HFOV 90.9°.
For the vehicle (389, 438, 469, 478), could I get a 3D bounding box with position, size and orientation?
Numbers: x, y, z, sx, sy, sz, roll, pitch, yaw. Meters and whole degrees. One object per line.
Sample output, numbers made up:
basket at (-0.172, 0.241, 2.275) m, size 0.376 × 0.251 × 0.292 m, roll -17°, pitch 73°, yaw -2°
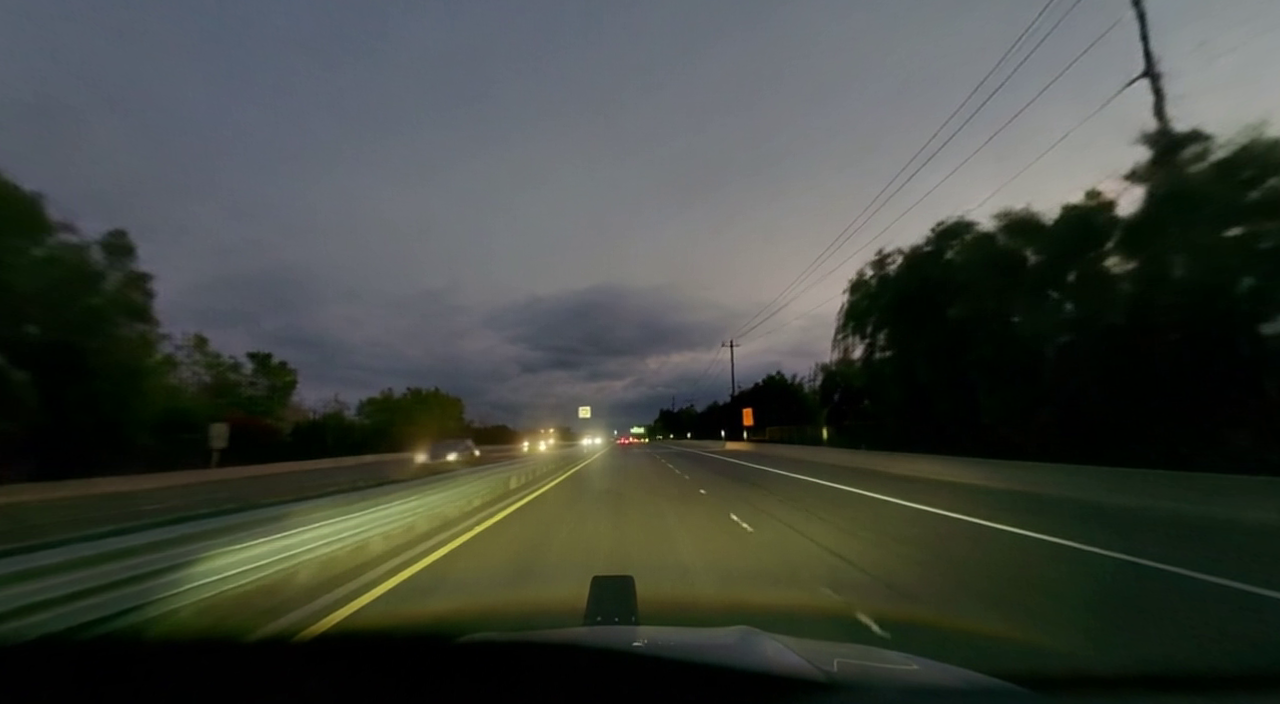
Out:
vehicle at (-8.372, 4.208, 25.399) m, size 1.791 × 1.446 × 4.298 m, roll 0°, pitch -8°, yaw -1°
